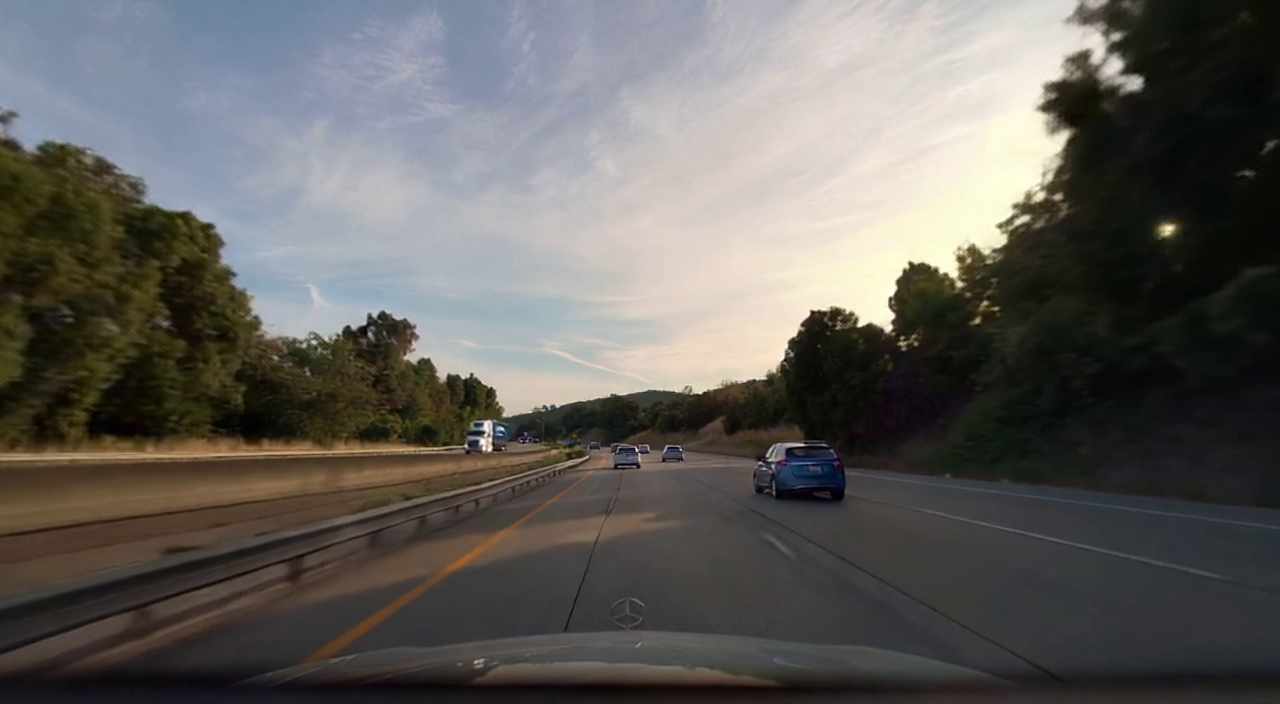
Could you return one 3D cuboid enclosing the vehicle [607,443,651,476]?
[{"bbox_3d":[-0.575,5.274,31.074,2.050,1.534,3.771,0,-9,-2],"label":"vehicle"}]

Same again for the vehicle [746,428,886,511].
[{"bbox_3d":[3.819,2.644,14.491,2.013,1.623,3.916,0,-9,-1],"label":"vehicle"}]
